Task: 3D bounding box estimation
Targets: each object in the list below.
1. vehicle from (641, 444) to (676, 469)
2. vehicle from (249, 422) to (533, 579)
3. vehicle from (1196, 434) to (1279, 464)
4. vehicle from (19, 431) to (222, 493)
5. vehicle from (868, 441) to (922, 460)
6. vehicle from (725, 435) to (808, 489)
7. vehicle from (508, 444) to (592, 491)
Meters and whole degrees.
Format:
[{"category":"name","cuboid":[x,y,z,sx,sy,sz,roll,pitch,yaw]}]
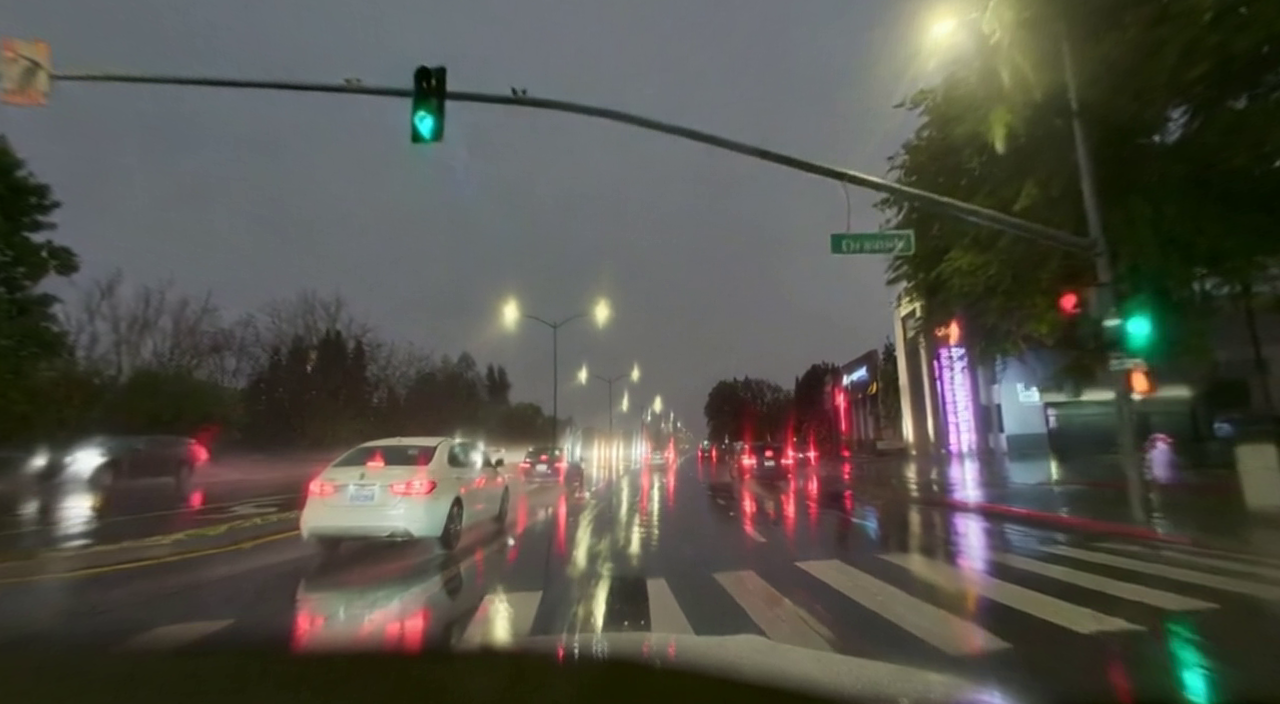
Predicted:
[{"category":"vehicle","cuboid":[1.228,6.678,40.428,2.164,1.477,3.988,-1,-8,3]},{"category":"vehicle","cuboid":[-2.918,1.846,8.705,2.118,1.568,4.436,0,-8,0]},{"category":"vehicle","cuboid":[32.112,5.076,33.055,1.842,1.448,4.443,-1,-8,1]},{"category":"vehicle","cuboid":[-18.975,4.035,23.605,2.359,1.973,5.881,-1,-8,3]},{"category":"vehicle","cuboid":[19.307,7.448,47.717,3.368,1.389,1.595,0,-8,-7]},{"category":"vehicle","cuboid":[4.275,3.788,22.035,2.103,1.699,4.171,-1,-8,1]},{"category":"vehicle","cuboid":[-2.964,3.900,21.687,1.980,1.454,4.226,-1,-8,4]}]
